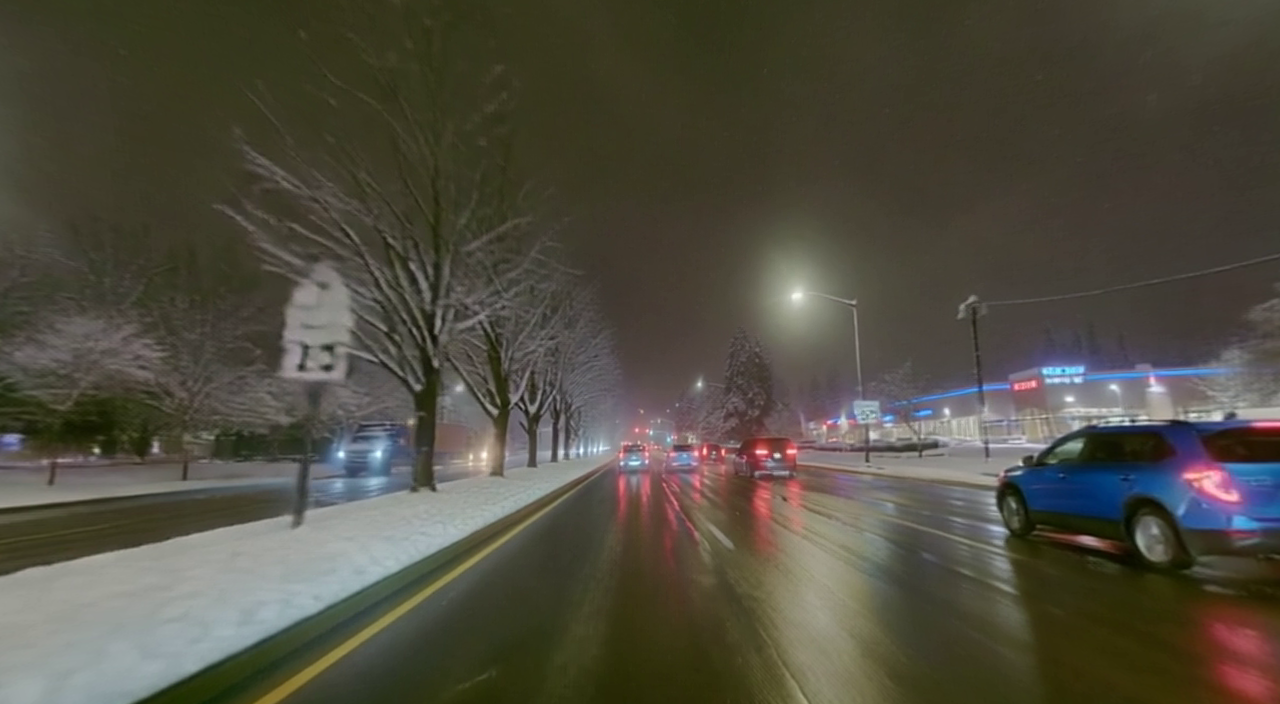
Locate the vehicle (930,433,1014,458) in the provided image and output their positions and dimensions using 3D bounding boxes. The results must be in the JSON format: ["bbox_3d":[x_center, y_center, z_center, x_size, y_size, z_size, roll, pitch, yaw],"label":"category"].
[{"bbox_3d":[20.570,5.808,39.238,4.083,1.441,2.008,0,-8,-1],"label":"vehicle"}]

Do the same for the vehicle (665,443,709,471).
[{"bbox_3d":[2.469,5.614,34.044,1.970,1.402,3.756,0,-8,-2],"label":"vehicle"}]

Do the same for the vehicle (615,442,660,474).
[{"bbox_3d":[-0.152,5.182,31.159,2.056,1.440,3.798,0,-8,-1],"label":"vehicle"}]

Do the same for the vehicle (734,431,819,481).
[{"bbox_3d":[5.331,4.126,25.361,2.140,1.811,4.593,0,-8,-3],"label":"vehicle"}]

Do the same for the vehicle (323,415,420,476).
[{"bbox_3d":[-19.421,6.855,46.523,2.999,4.017,8.806,-1,-8,2],"label":"vehicle"}]

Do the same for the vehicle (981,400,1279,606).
[{"bbox_3d":[6.106,1.524,7.263,1.949,1.647,4.261,0,-8,0],"label":"vehicle"}]
